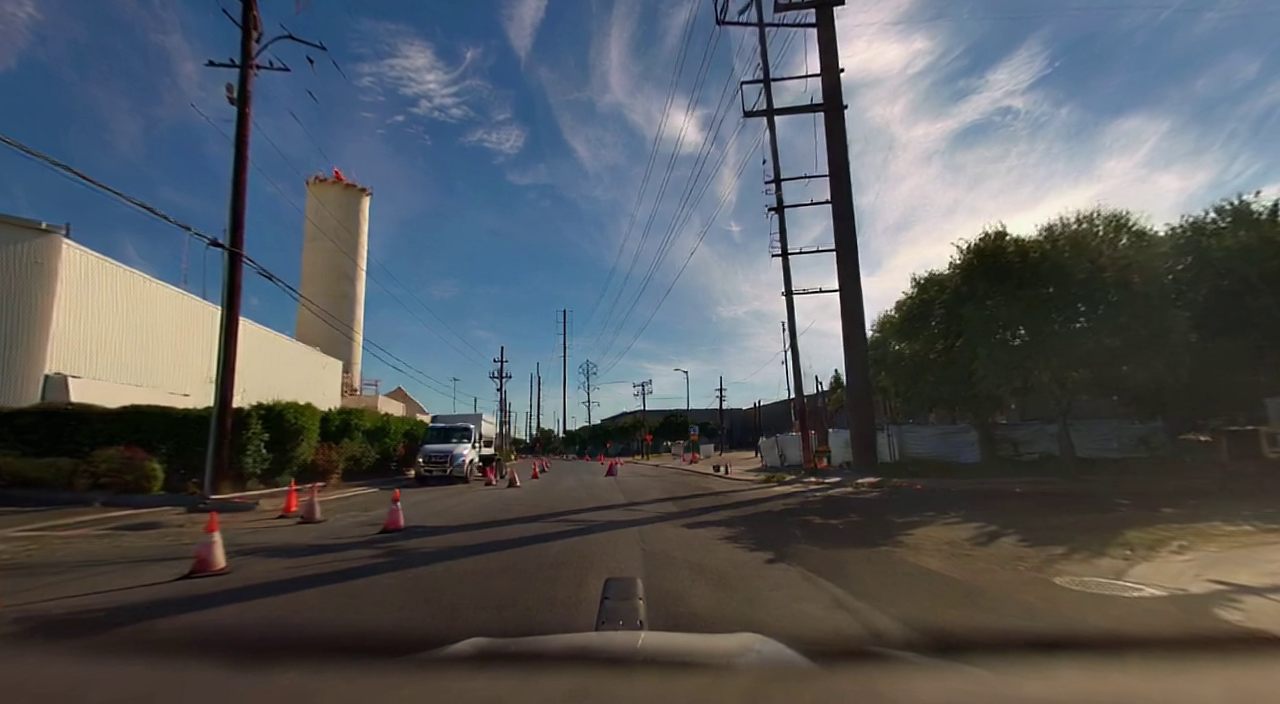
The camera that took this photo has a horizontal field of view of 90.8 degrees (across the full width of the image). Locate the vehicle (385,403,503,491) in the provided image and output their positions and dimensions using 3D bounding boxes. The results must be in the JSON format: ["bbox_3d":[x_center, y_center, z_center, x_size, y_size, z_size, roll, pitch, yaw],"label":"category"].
[{"bbox_3d":[-8.145,4.172,27.520,2.991,3.173,7.929,-1,-9,-3],"label":"vehicle"}]
